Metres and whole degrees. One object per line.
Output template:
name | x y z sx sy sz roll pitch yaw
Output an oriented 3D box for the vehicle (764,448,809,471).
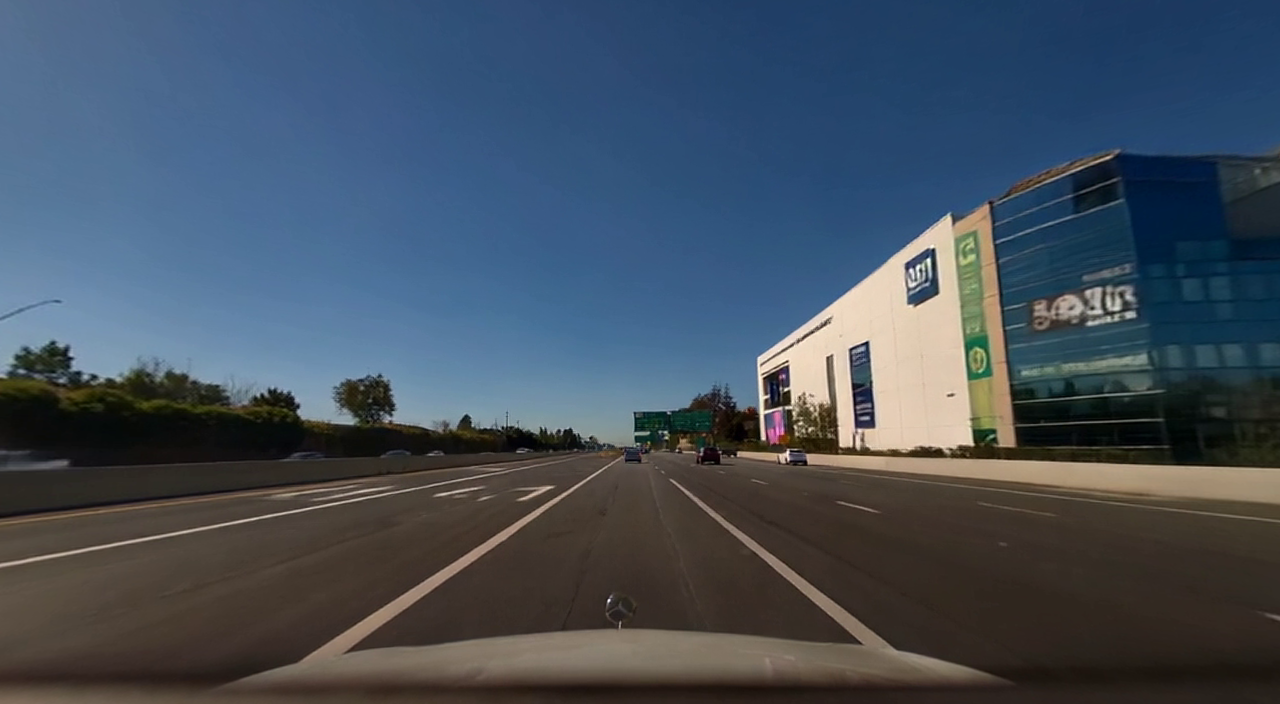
vehicle | 10.052 7.370 43.705 1.953 1.473 4.512 0 -9 -1
